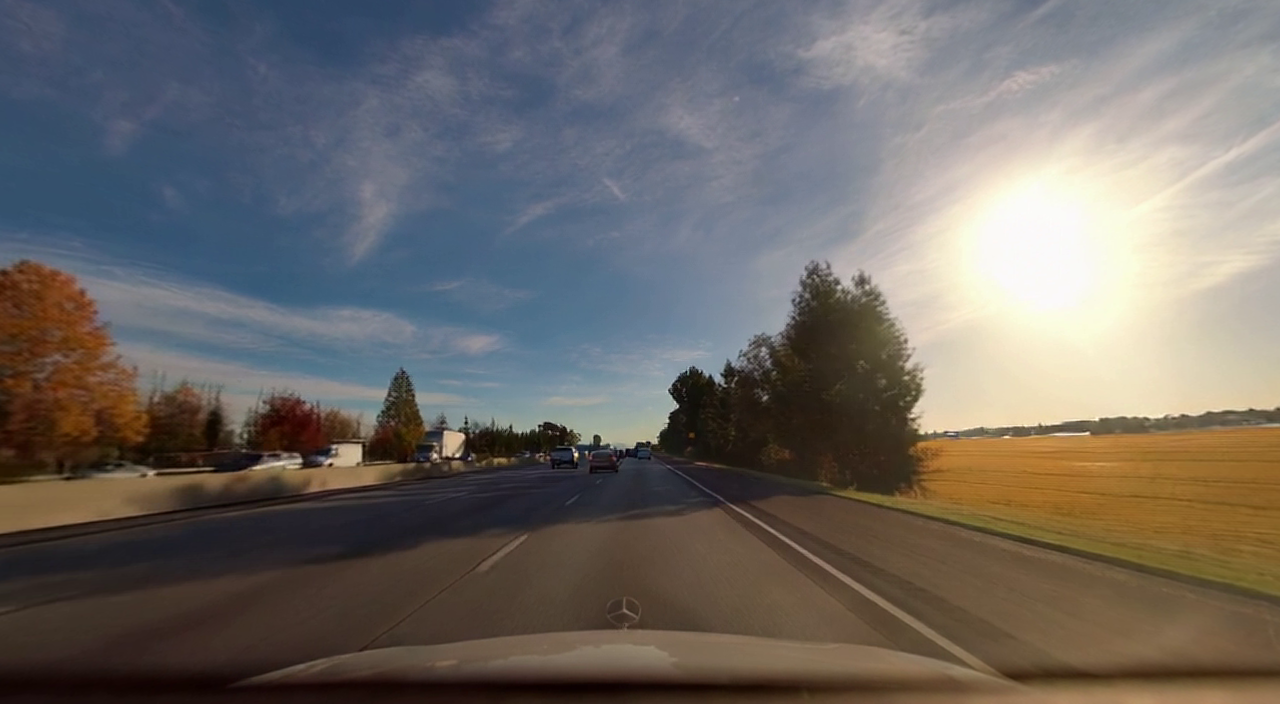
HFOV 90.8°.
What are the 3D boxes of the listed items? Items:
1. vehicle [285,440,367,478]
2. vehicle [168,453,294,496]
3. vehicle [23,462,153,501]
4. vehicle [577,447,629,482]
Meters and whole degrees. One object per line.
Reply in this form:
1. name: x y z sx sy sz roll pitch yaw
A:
1. vehicle: -18.837 6.444 38.165 2.177 2.067 5.288 0 -9 0
2. vehicle: -15.207 4.532 23.780 1.889 1.449 4.242 0 -9 0
3. vehicle: -22.984 5.371 26.515 1.729 1.410 4.183 0 -9 -1
4. vehicle: -1.658 5.279 29.781 2.110 1.500 4.259 0 -9 1
